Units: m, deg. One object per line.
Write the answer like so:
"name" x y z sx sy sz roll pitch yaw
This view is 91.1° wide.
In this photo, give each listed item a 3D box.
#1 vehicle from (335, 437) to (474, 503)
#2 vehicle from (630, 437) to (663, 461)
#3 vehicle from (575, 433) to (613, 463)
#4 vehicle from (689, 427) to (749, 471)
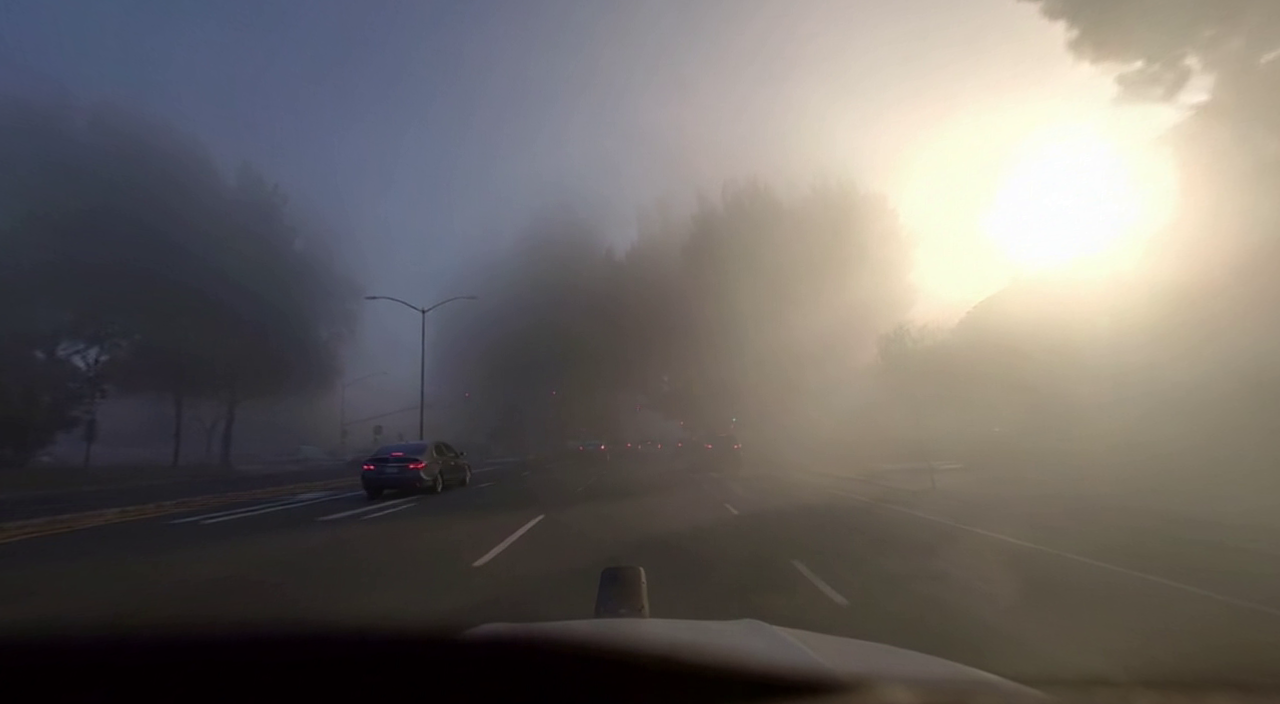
"vehicle" -5.927 3.012 16.504 1.926 1.465 4.620 0 -8 -1
"vehicle" 0.406 6.100 39.559 2.021 1.461 3.862 0 -8 0
"vehicle" -2.783 5.899 38.747 1.912 1.703 4.261 0 -8 2
"vehicle" 3.540 4.480 29.129 2.141 1.833 4.704 0 -8 0
